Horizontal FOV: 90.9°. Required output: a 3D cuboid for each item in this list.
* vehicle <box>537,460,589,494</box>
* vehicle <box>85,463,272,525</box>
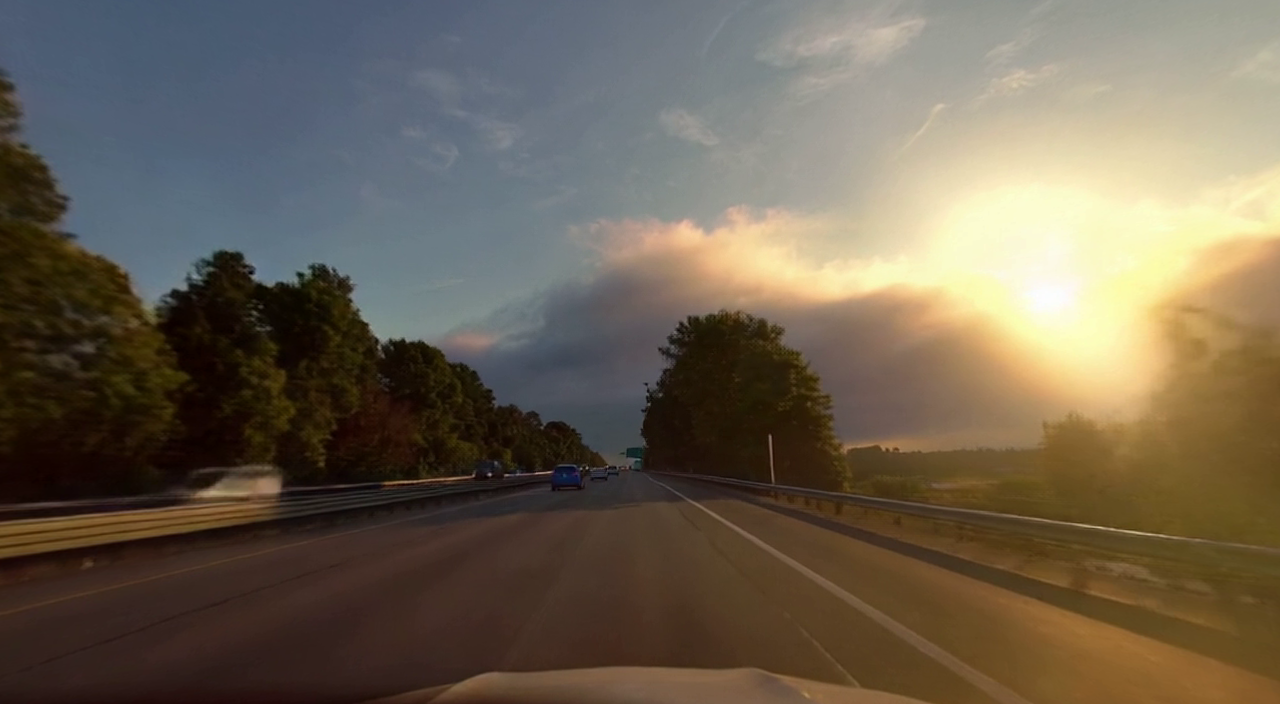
[{"bbox_3d":[-3.829,6.359,32.182,2.068,1.592,4.479,1,-10,0],"label":"vehicle"},{"bbox_3d":[-13.037,4.020,18.264,1.942,1.515,4.576,1,-10,0],"label":"vehicle"}]
